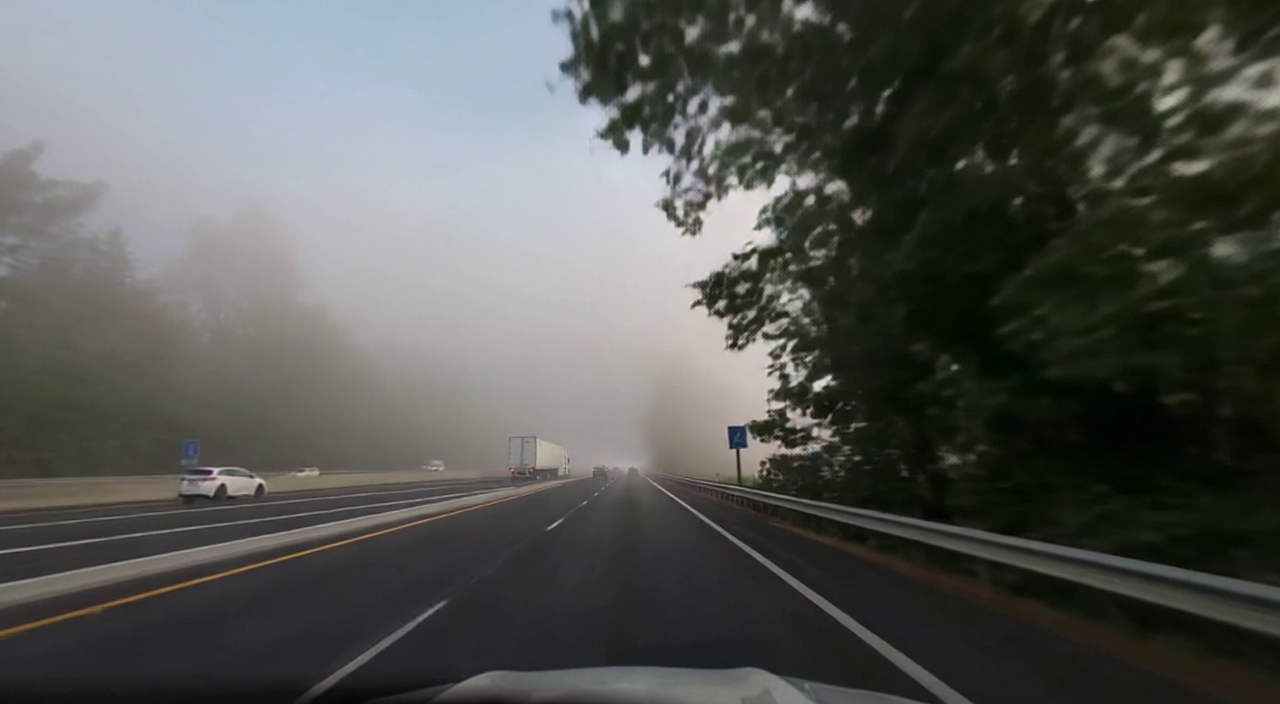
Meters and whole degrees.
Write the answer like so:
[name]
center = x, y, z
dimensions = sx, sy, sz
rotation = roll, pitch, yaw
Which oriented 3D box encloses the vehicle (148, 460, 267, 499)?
[vehicle]
center = -17.649, 5.224, 25.989
dimensions = 1.745, 1.430, 4.252
rotation = 0, -10, 2
